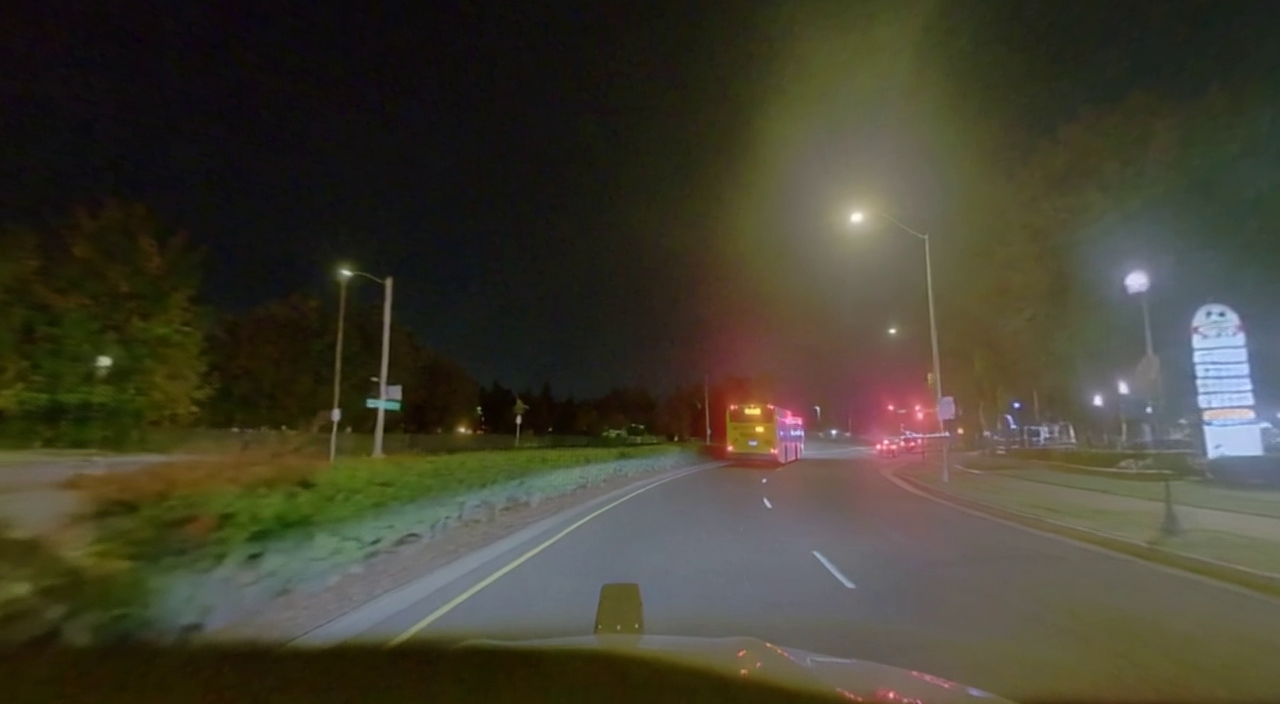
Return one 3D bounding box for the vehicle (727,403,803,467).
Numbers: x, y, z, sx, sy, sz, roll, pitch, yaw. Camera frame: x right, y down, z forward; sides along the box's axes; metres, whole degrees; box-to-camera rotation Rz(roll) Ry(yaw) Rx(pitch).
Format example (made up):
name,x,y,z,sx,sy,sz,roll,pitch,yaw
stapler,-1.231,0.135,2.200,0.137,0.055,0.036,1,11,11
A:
name,x,y,z,sx,sy,sz,roll,pitch,yaw
vehicle,8.047,5.288,39.250,3.031,3.429,11.005,-3,-9,19
